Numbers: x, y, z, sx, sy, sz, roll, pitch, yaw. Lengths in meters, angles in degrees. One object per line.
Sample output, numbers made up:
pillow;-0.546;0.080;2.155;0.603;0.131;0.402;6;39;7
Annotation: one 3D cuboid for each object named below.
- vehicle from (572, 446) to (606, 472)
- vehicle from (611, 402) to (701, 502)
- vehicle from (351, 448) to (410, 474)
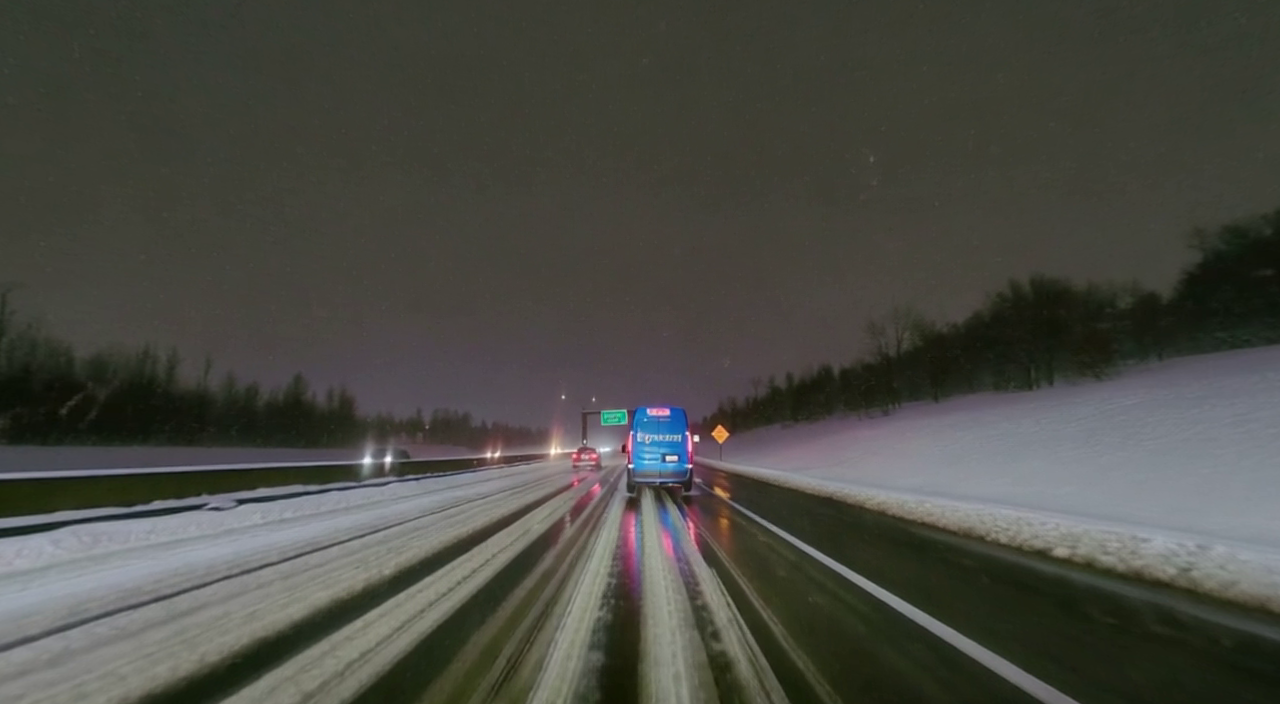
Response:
vehicle;-3.175;6.699;39.679;1.788;1.500;3.475;0;-9;0
vehicle;0.333;3.001;19.103;2.332;2.558;5.314;0;-9;-2
vehicle;-16.065;6.736;39.284;1.922;1.484;4.118;0;-9;0
